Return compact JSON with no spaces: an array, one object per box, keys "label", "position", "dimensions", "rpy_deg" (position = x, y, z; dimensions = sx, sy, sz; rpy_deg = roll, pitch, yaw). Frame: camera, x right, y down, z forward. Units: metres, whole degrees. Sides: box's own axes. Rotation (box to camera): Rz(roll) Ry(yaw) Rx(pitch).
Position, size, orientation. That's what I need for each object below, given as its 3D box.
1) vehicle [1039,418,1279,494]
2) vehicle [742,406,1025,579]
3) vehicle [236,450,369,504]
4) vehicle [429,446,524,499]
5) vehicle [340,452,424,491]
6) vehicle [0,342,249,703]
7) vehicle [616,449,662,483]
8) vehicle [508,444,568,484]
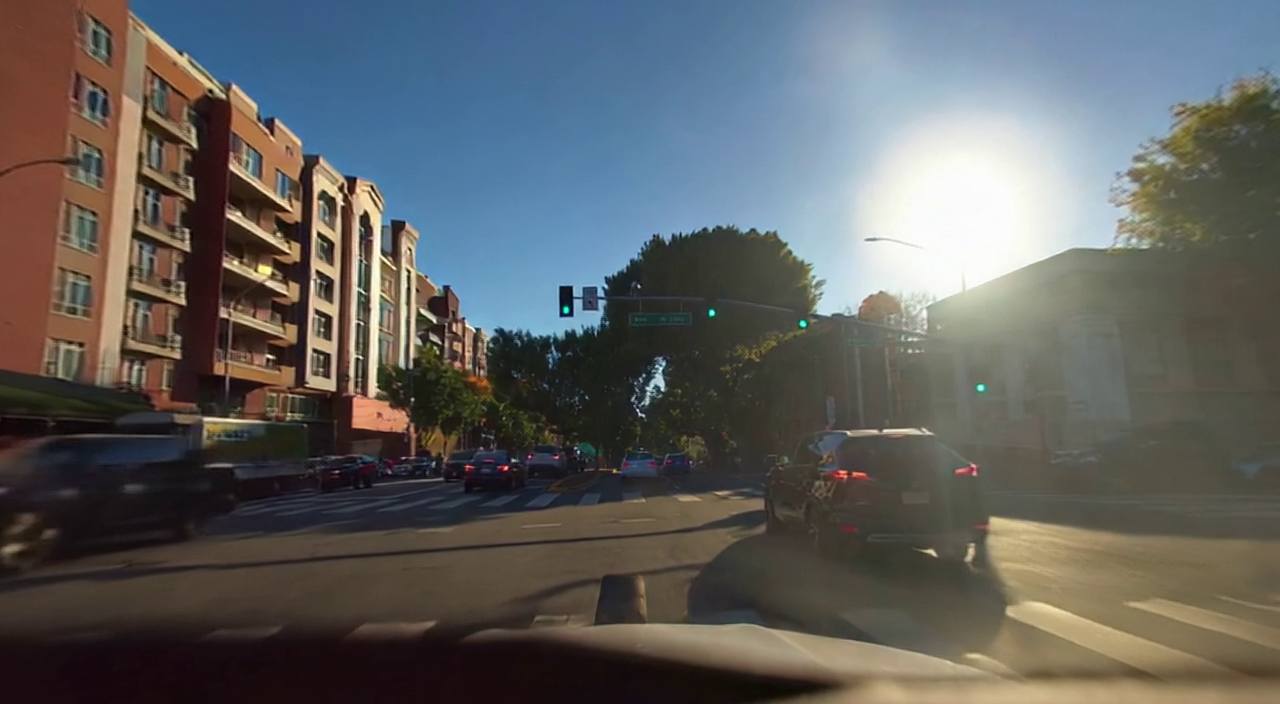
[{"label":"vehicle","position":[15.244,2.975,18.283],"dimensions":[5.888,1.985,2.357],"rpy_deg":[0,-9,-6]},{"label":"vehicle","position":[3.054,1.888,9.334],"dimensions":[2.129,1.844,4.767],"rpy_deg":[0,-9,-2]},{"label":"vehicle","position":[-11.796,4.357,22.586],"dimensions":[2.001,1.638,4.980],"rpy_deg":[-1,-9,0]},{"label":"vehicle","position":[-5.582,4.171,22.196],"dimensions":[2.062,1.532,4.830],"rpy_deg":[-3,-9,0]},{"label":"vehicle","position":[-11.944,5.513,29.610],"dimensions":[2.183,1.630,4.221],"rpy_deg":[0,-9,-1]},{"label":"vehicle","position":[-4.111,1.044,3.559],"dimensions":[2.031,1.873,4.581],"rpy_deg":[2,-9,-17]},{"label":"vehicle","position":[-0.062,5.495,30.660],"dimensions":[2.059,1.492,4.033],"rpy_deg":[0,-9,-1]},{"label":"vehicle","position":[-5.030,5.593,31.904],"dimensions":[2.275,1.816,4.923],"rpy_deg":[0,-9,-1]}]
